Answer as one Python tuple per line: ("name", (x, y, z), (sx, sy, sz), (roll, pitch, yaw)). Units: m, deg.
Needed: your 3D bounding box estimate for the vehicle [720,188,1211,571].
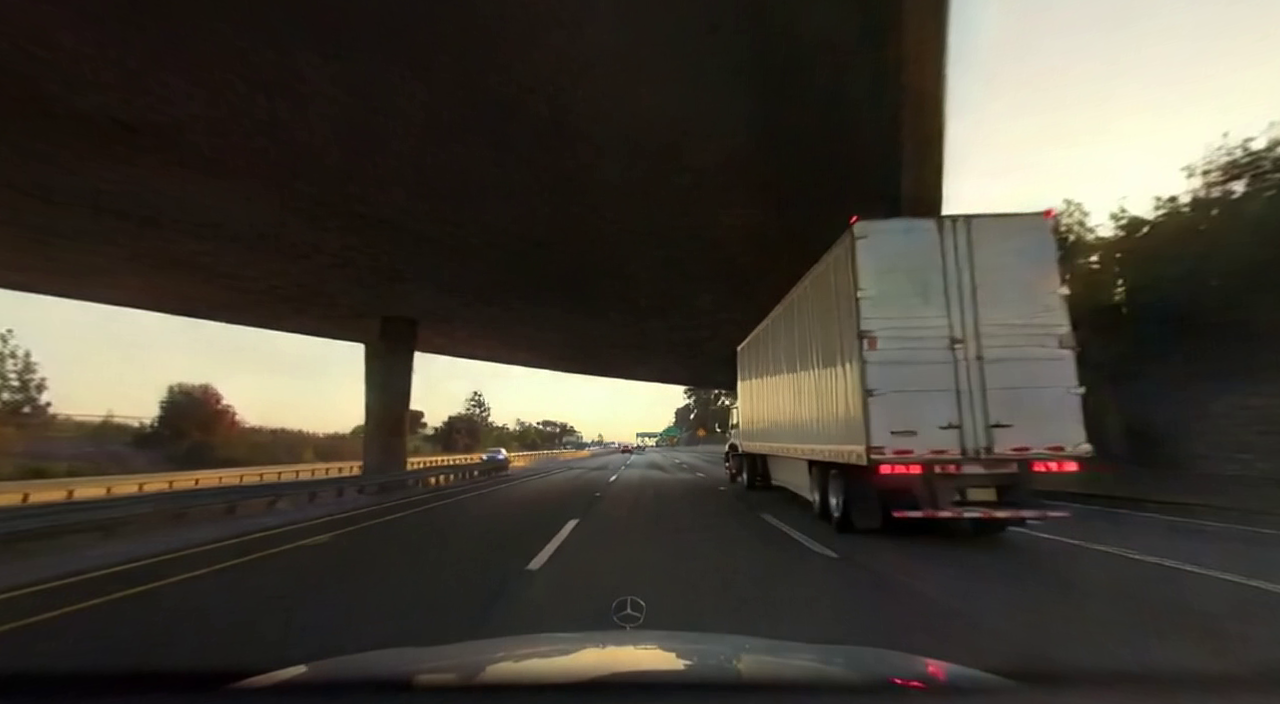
("vehicle", (4.392, 1.267, 14.295), (3.187, 4.197, 15.004), (0, -8, 0))
